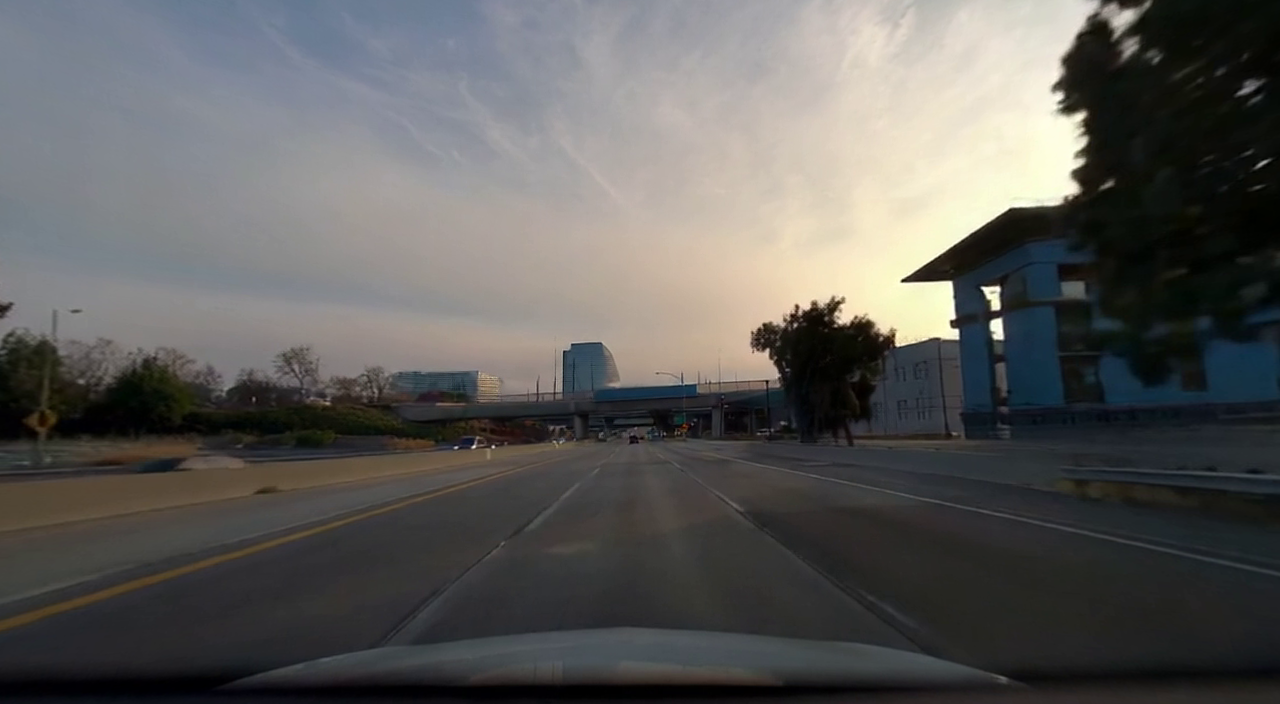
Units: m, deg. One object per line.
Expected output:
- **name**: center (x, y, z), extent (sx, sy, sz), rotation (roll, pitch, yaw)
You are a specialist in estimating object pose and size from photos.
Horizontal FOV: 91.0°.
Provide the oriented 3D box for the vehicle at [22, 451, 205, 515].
- **vehicle**: center (-14.949, 3.689, 18.212), extent (1.929, 1.462, 3.936), rotation (-3, -8, -1)
